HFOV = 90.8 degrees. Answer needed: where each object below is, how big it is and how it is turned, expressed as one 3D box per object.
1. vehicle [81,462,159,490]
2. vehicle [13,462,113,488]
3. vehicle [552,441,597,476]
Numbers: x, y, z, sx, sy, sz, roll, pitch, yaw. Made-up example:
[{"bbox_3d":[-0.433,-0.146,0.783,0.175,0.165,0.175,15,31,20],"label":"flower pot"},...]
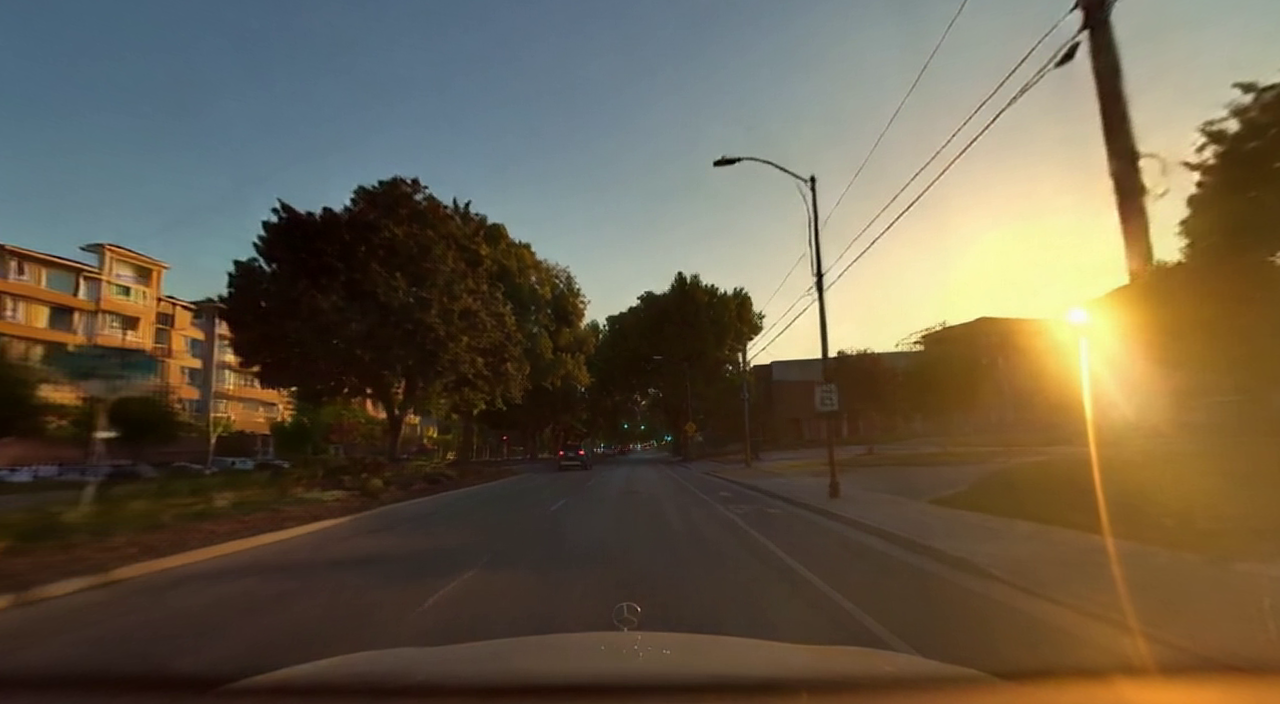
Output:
[{"bbox_3d":[-37.222,8.892,45.281,3.934,1.544,1.826,-5,-9,-4],"label":"vehicle"},{"bbox_3d":[-37.105,7.905,40.713,4.463,1.545,2.076,-1,-9,2],"label":"vehicle"},{"bbox_3d":[-3.537,5.808,34.702,1.959,1.741,4.141,-1,-9,1],"label":"vehicle"}]
